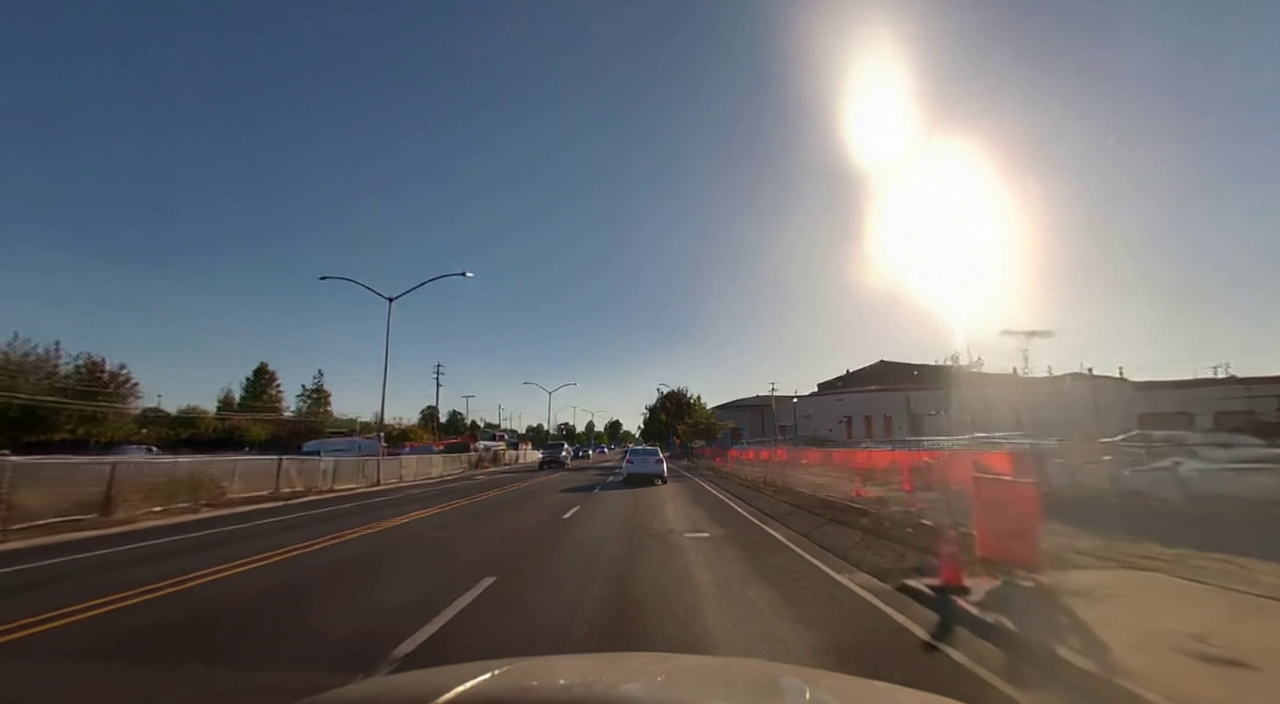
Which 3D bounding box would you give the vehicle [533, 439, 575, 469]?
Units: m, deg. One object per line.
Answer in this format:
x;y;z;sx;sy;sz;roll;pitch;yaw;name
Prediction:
-6.513;7.846;48.447;2.340;2.103;5.526;0;-9;1;vehicle

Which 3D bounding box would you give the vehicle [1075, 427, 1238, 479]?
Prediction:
18.833;3.722;23.264;2.039;1.705;4.666;0;-9;0;vehicle

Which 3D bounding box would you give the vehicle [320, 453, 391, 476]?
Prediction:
-20.275;8.002;44.761;4.332;1.560;1.841;-2;-9;15;vehicle

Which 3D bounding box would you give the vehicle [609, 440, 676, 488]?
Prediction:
0.083;3.893;22.138;2.144;1.514;4.063;0;-9;0;vehicle
